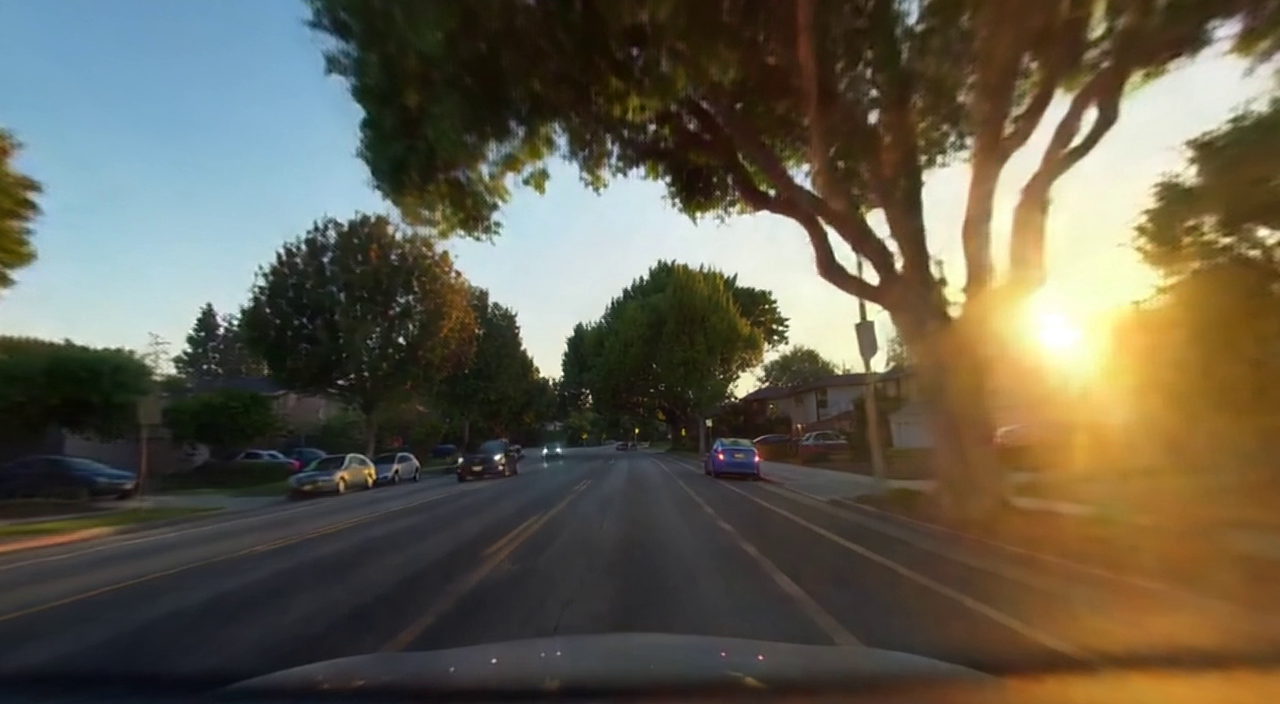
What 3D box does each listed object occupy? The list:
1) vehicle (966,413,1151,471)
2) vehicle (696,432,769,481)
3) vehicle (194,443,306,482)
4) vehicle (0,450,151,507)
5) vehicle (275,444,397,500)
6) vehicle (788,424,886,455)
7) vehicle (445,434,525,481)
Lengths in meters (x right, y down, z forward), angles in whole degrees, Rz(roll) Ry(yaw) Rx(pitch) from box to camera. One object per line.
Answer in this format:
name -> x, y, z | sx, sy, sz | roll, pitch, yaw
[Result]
vehicle -> 13.023, 2.831, 19.900 | 4.360, 1.692, 2.011 | 0, -8, -1
vehicle -> 3.689, 4.276, 26.263 | 2.176, 1.793, 5.534 | 0, -8, 0
vehicle -> -20.218, 5.726, 32.887 | 4.398, 1.902, 2.043 | 0, -8, 1
vehicle -> -18.840, 4.047, 20.515 | 4.179, 1.700, 2.105 | 0, -8, 3
vehicle -> -11.066, 4.359, 23.487 | 2.293, 1.836, 4.586 | 0, -8, -1
vehicle -> 12.620, 5.682, 40.870 | 5.437, 1.931, 2.837 | 0, -8, 1
vehicle -> -6.686, 4.597, 27.892 | 2.294, 1.831, 5.199 | 0, -8, -1
